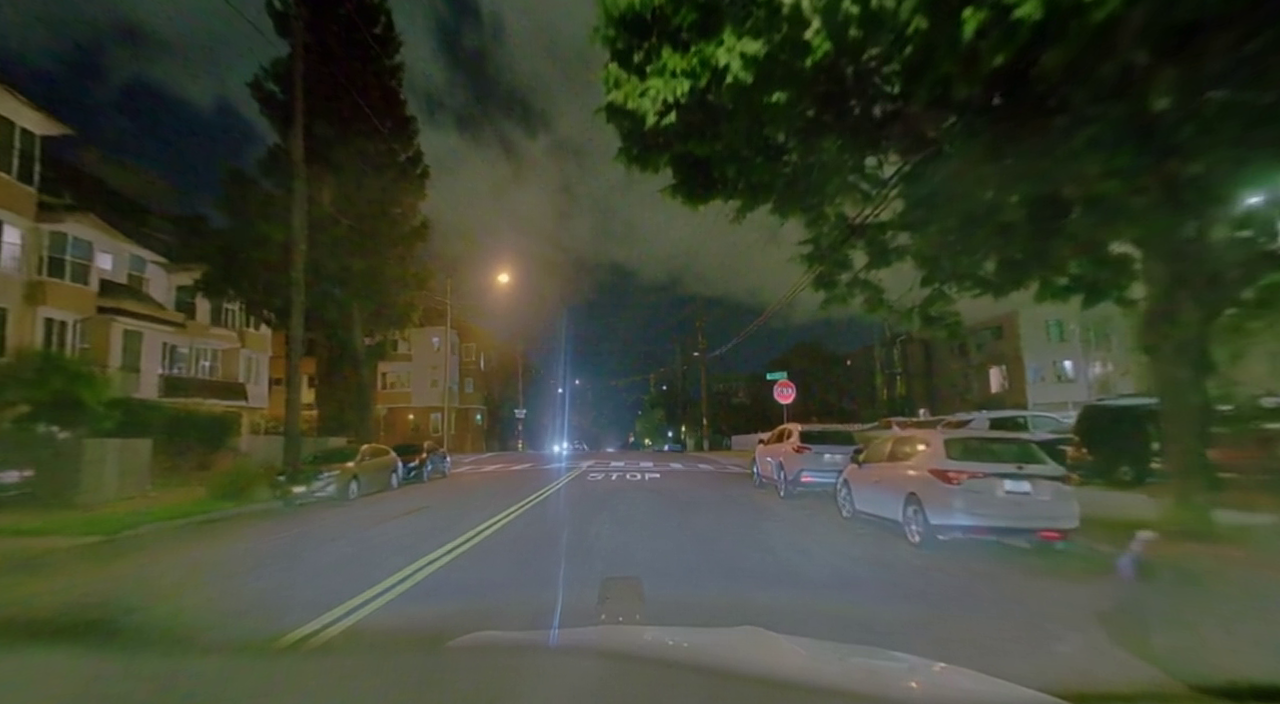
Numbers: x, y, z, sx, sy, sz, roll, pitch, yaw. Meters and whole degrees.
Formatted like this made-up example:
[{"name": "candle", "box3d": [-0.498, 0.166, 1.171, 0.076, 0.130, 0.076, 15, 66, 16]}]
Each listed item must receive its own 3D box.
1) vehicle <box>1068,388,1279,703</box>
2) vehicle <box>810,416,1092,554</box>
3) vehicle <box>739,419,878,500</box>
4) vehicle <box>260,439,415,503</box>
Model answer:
[{"name": "vehicle", "box3d": [4.075, 0.842, 2.093, 2.133, 1.586, 4.498, 0, -8, 0]}, {"name": "vehicle", "box3d": [4.025, 1.774, 9.138, 1.846, 1.506, 4.165, 0, -8, -2]}, {"name": "vehicle", "box3d": [3.727, 2.456, 14.820, 1.976, 1.614, 4.052, 0, -8, -3]}, {"name": "vehicle", "box3d": [-7.898, 3.111, 17.076, 1.904, 1.488, 4.600, 0, -8, 0]}]
